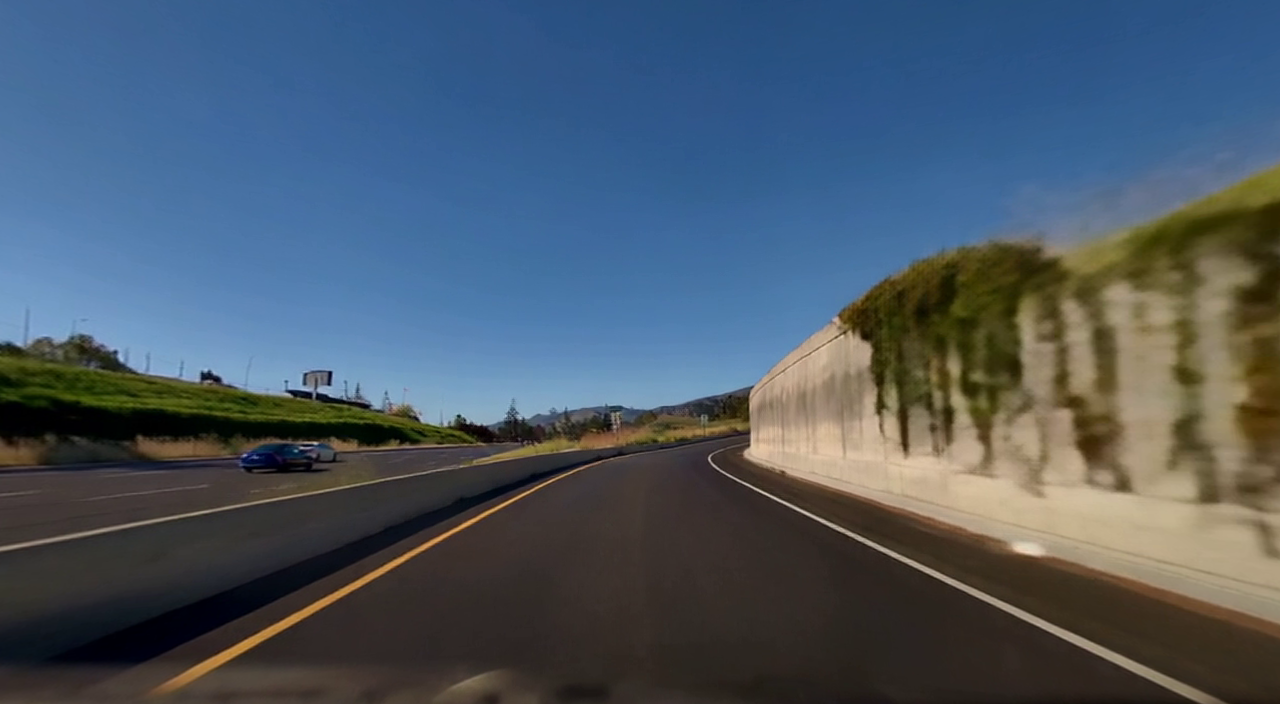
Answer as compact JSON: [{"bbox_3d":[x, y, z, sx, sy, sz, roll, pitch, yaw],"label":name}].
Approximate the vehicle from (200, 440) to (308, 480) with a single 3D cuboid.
[{"bbox_3d":[-15.548,4.333,25.609,1.895,1.451,4.168,0,-8,-2],"label":"vehicle"}]
